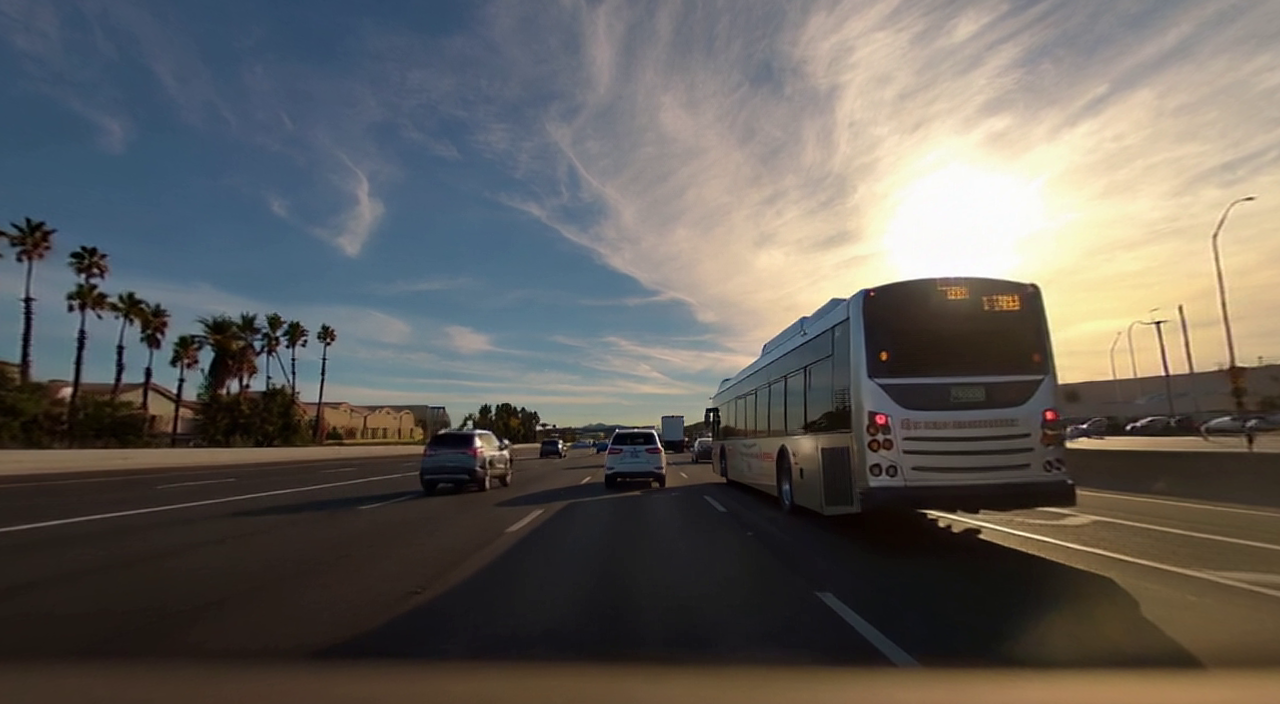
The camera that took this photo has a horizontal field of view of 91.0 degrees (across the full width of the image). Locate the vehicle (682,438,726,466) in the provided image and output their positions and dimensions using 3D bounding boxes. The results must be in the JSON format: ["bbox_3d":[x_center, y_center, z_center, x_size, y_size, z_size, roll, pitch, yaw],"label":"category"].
[{"bbox_3d":[3.774,5.992,37.830,2.039,1.516,4.521,0,-9,-2],"label":"vehicle"}]

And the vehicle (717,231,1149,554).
[{"bbox_3d":[4.043,1.461,14.119,3.020,3.622,14.302,0,-9,1],"label":"vehicle"}]

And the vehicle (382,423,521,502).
[{"bbox_3d":[-4.704,2.847,16.583,2.100,1.765,4.743,0,-9,1],"label":"vehicle"}]

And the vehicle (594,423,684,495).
[{"bbox_3d":[0.014,3.036,18.103,2.268,1.796,4.280,0,-9,1],"label":"vehicle"}]

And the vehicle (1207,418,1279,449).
[{"bbox_3d":[32.134,4.274,32.726,1.795,1.481,3.986,-1,-9,4],"label":"vehicle"}]
